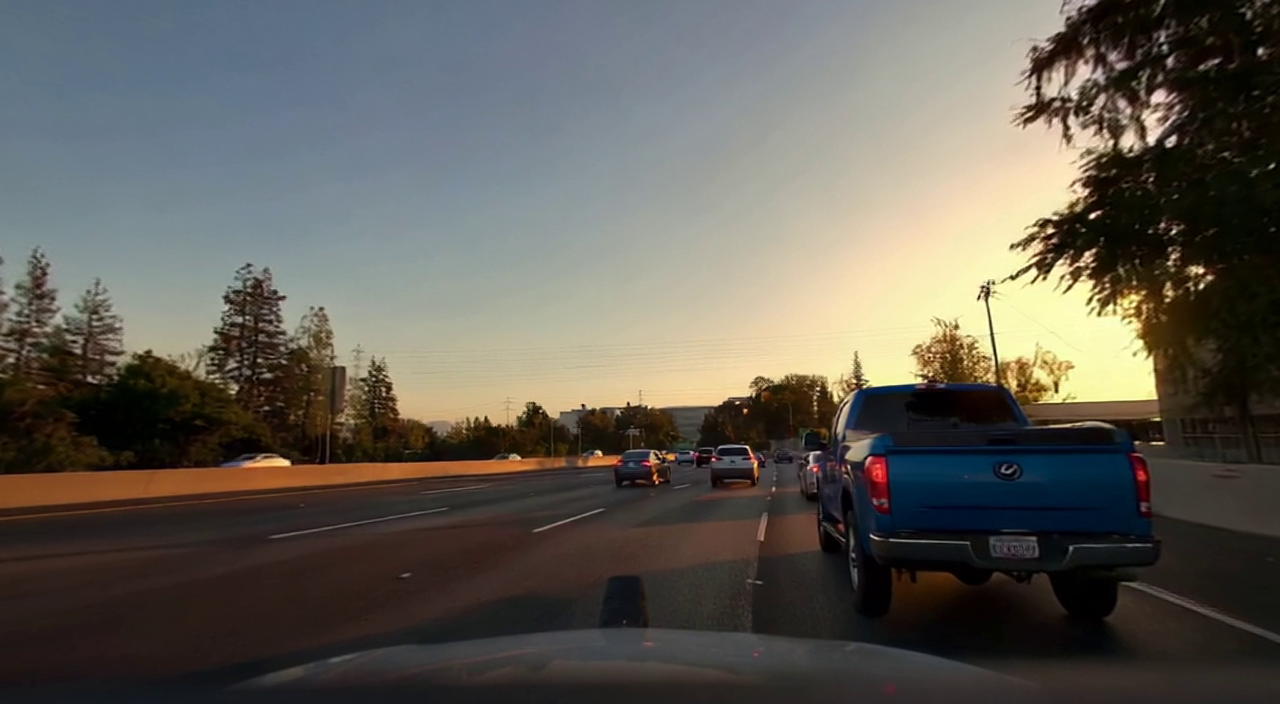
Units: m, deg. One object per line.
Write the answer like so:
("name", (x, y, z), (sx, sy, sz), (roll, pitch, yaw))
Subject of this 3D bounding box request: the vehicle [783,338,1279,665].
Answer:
("vehicle", (3.423, 1.471, 7.761), (3.024, 2.092, 6.797), (-2, -9, 14))

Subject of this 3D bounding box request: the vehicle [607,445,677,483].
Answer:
("vehicle", (0.197, 4.865, 27.714), (2.119, 1.478, 4.644), (-2, -8, 13))

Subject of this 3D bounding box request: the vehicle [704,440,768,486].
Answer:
("vehicle", (3.974, 4.432, 25.600), (2.080, 1.682, 4.150), (-2, -9, 14))

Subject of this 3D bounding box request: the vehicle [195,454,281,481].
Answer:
("vehicle", (-25.146, 7.204, 39.639), (1.916, 1.539, 4.328), (-2, -9, 13))
